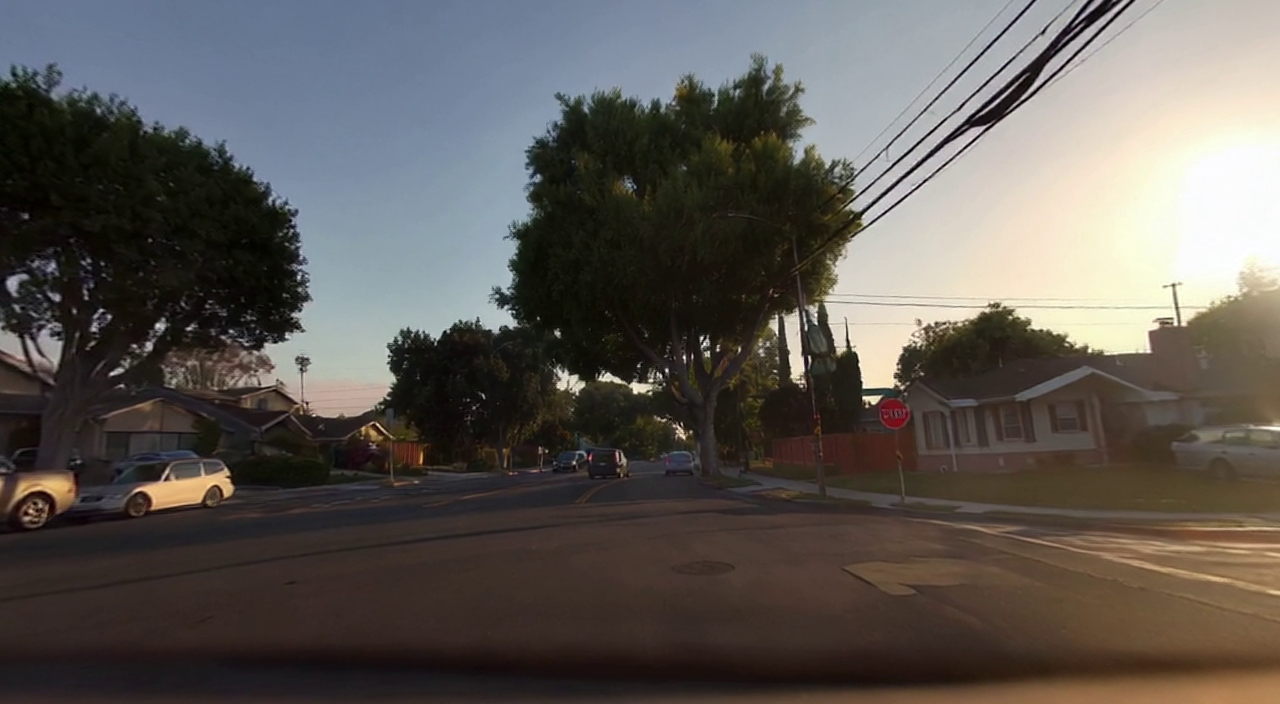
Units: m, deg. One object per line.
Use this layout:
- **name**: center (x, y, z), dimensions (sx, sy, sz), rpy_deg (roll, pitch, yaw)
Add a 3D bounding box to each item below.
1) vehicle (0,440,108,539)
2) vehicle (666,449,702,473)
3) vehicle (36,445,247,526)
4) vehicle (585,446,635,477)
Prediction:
- **vehicle**: center (-14.111, 2.784, 12.312), dimensions (2.191, 1.980, 5.888), rpy_deg (-4, -9, 1)
- **vehicle**: center (2.921, 7.105, 41.245), dimensions (1.955, 1.459, 4.383), rpy_deg (-1, -8, 9)
- **vehicle**: center (-13.781, 3.715, 17.915), dimensions (2.076, 1.864, 4.730), rpy_deg (-3, -10, 1)
- **vehicle**: center (-1.664, 6.387, 36.975), dimensions (2.178, 1.695, 4.339), rpy_deg (-1, -8, 7)
